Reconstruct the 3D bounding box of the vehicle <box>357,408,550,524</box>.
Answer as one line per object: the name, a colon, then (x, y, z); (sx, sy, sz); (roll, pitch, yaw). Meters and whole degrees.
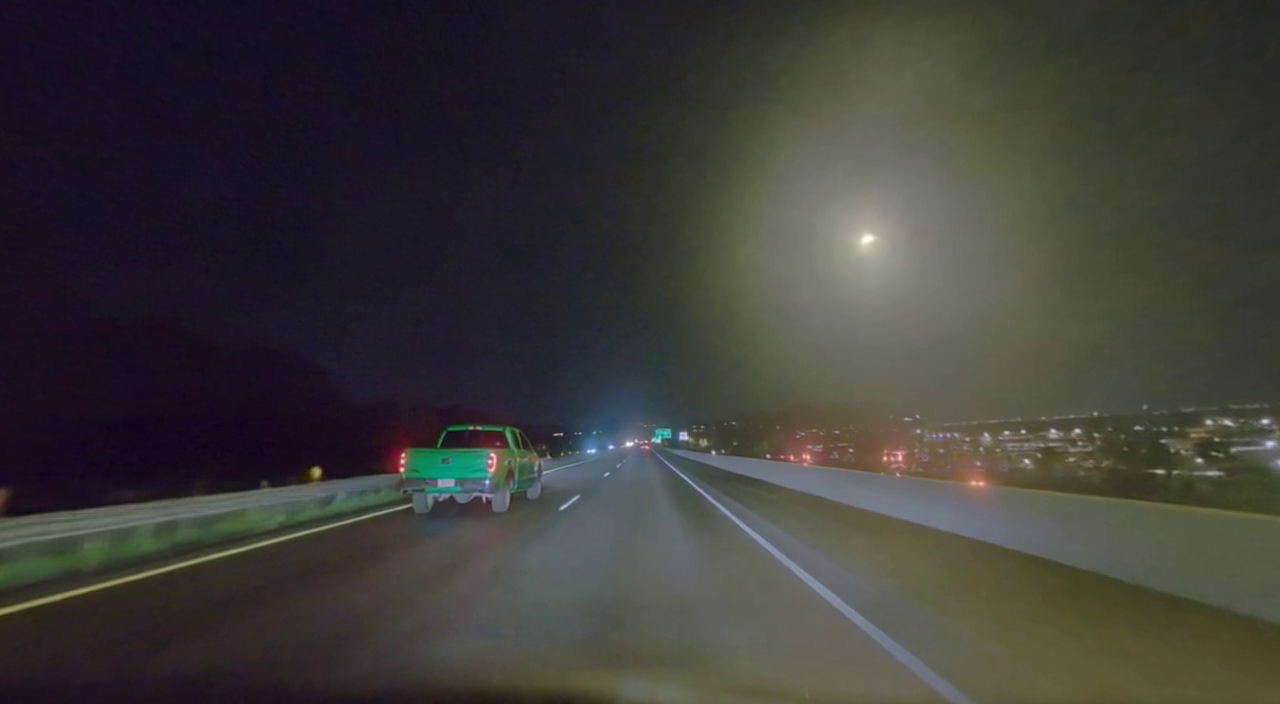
vehicle: (-3.567, 2.349, 13.539); (2.350, 1.932, 5.562); (0, -8, 1)
